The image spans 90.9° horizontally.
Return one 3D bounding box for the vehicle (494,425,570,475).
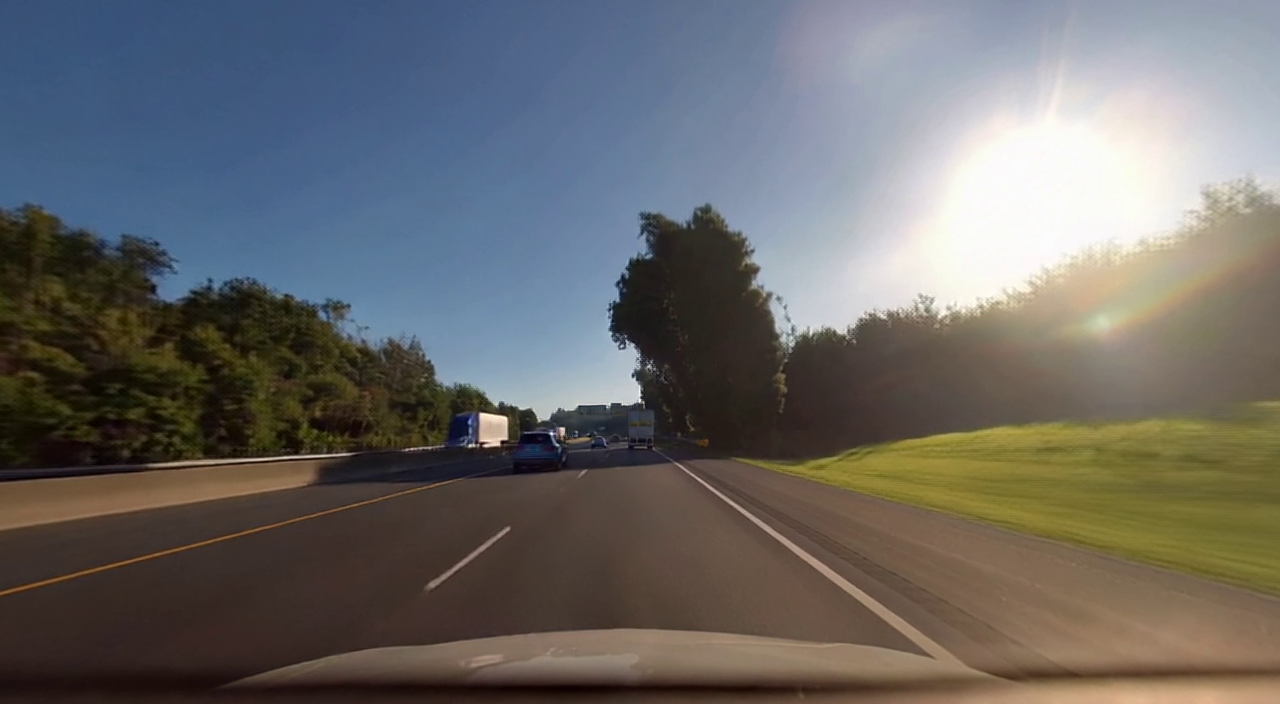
[{"bbox_3d":[-3.849,3.583,23.258,2.045,1.655,4.301,0,-8,0],"label":"vehicle"}]
